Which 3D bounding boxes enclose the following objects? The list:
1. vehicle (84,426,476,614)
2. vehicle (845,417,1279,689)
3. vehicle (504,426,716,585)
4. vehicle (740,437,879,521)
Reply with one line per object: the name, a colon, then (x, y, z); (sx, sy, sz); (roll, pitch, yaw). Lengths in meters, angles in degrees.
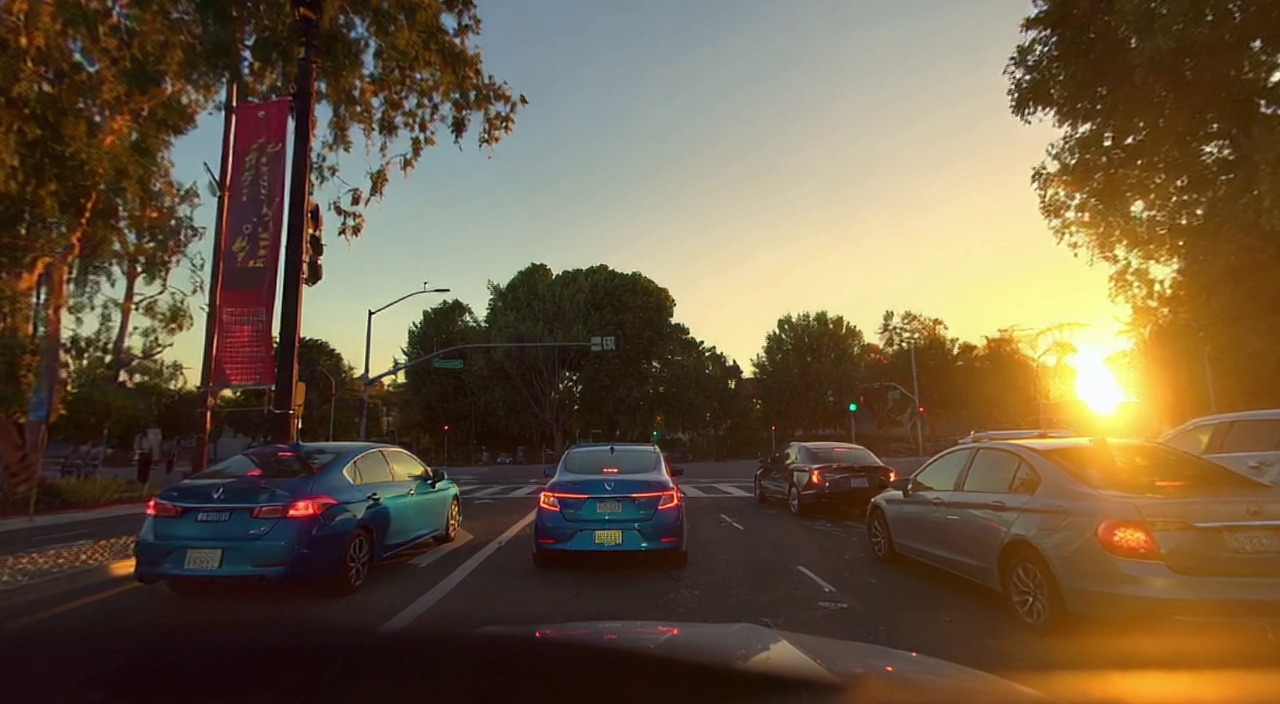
vehicle: (-3.369, 1.629, 7.083); (1.929, 1.457, 4.136); (0, -9, 0)
vehicle: (3.598, 1.438, 5.760); (1.953, 1.471, 4.470); (0, -9, 0)
vehicle: (-0.307, 1.722, 7.837); (1.994, 1.479, 3.647); (0, -9, -1)
vehicle: (3.398, 2.607, 13.486); (1.852, 1.498, 3.825); (0, -9, 0)
